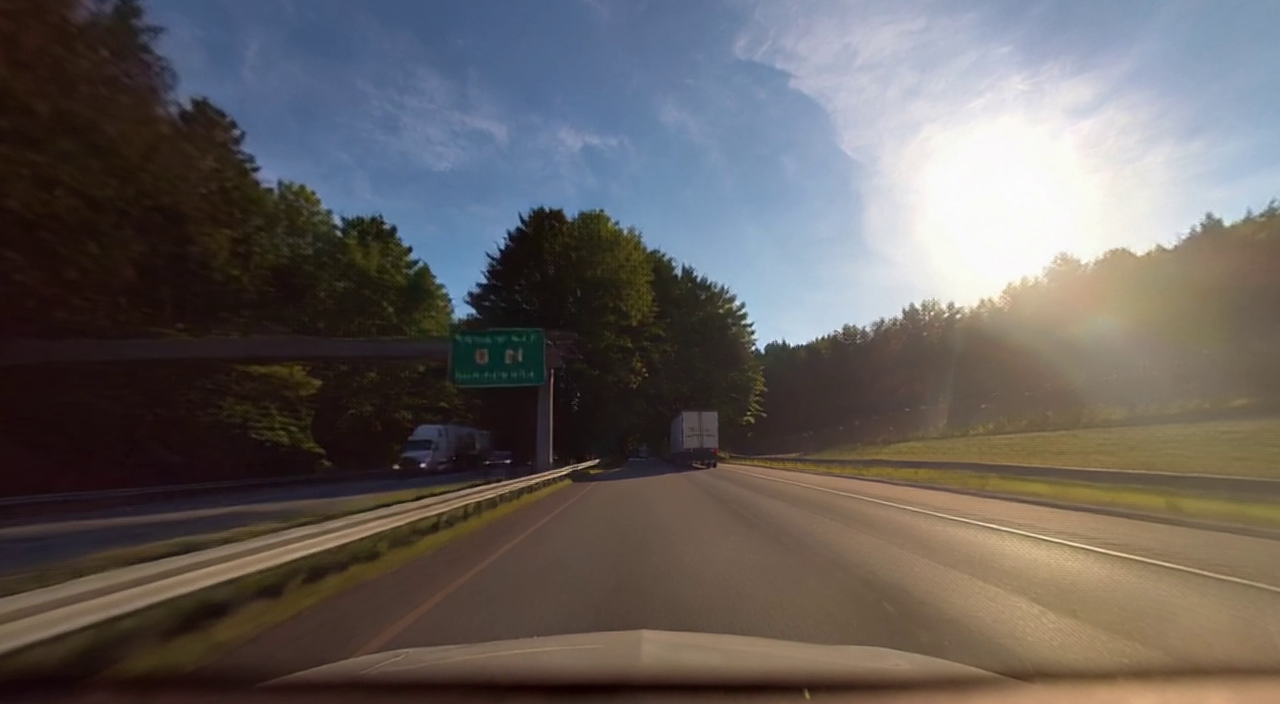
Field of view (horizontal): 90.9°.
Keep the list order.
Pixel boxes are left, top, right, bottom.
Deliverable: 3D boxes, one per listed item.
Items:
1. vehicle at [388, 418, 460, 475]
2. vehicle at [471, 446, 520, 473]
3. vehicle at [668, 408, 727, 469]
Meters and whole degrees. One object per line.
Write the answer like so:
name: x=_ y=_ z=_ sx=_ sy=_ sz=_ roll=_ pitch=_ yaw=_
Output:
vehicle: x=-15.671 y=6.926 z=46.263 sx=3.090 sy=3.886 sz=6.253 roll=0 pitch=-9 yaw=-1
vehicle: x=-8.926 y=6.692 z=39.293 sx=1.916 sy=1.557 sz=4.401 roll=0 pitch=-9 yaw=1
vehicle: x=3.992 y=6.616 z=47.499 sx=2.955 sy=3.825 sz=14.115 roll=0 pitch=-9 yaw=-1
